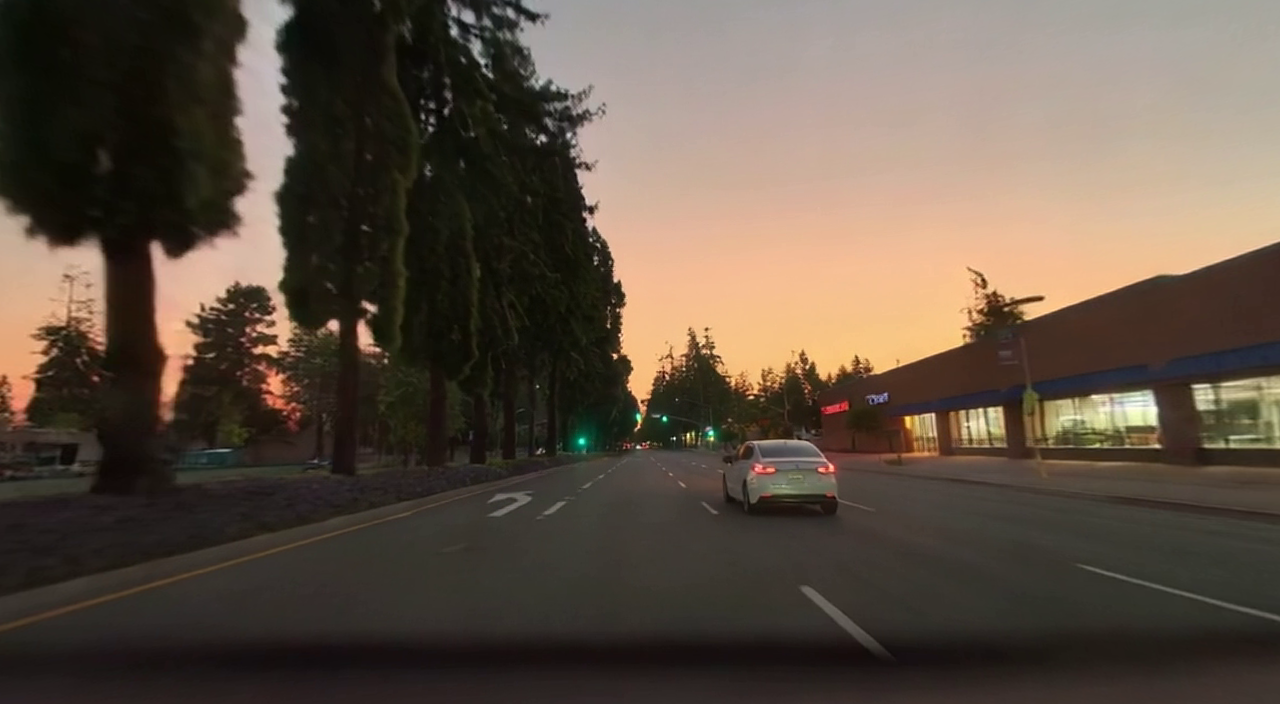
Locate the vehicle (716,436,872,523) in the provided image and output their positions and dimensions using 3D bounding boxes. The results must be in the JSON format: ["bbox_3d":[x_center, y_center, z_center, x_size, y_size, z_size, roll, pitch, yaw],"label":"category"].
[{"bbox_3d":[2.914,2.531,13.073,2.015,1.479,4.444,0,-9,-1],"label":"vehicle"}]
